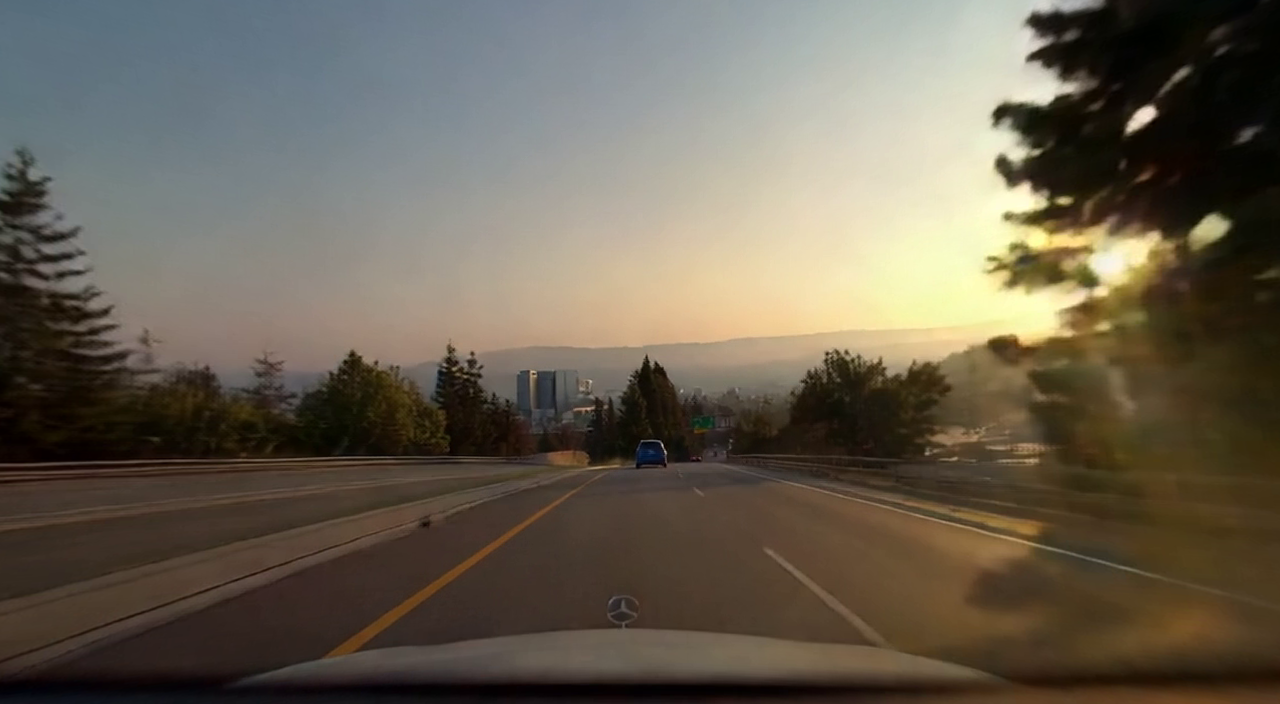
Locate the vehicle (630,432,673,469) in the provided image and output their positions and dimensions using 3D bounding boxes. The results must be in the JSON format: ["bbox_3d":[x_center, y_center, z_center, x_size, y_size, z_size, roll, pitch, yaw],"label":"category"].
[{"bbox_3d":[0.756,6.156,39.282,2.546,2.126,5.153,-1,-8,2],"label":"vehicle"}]
